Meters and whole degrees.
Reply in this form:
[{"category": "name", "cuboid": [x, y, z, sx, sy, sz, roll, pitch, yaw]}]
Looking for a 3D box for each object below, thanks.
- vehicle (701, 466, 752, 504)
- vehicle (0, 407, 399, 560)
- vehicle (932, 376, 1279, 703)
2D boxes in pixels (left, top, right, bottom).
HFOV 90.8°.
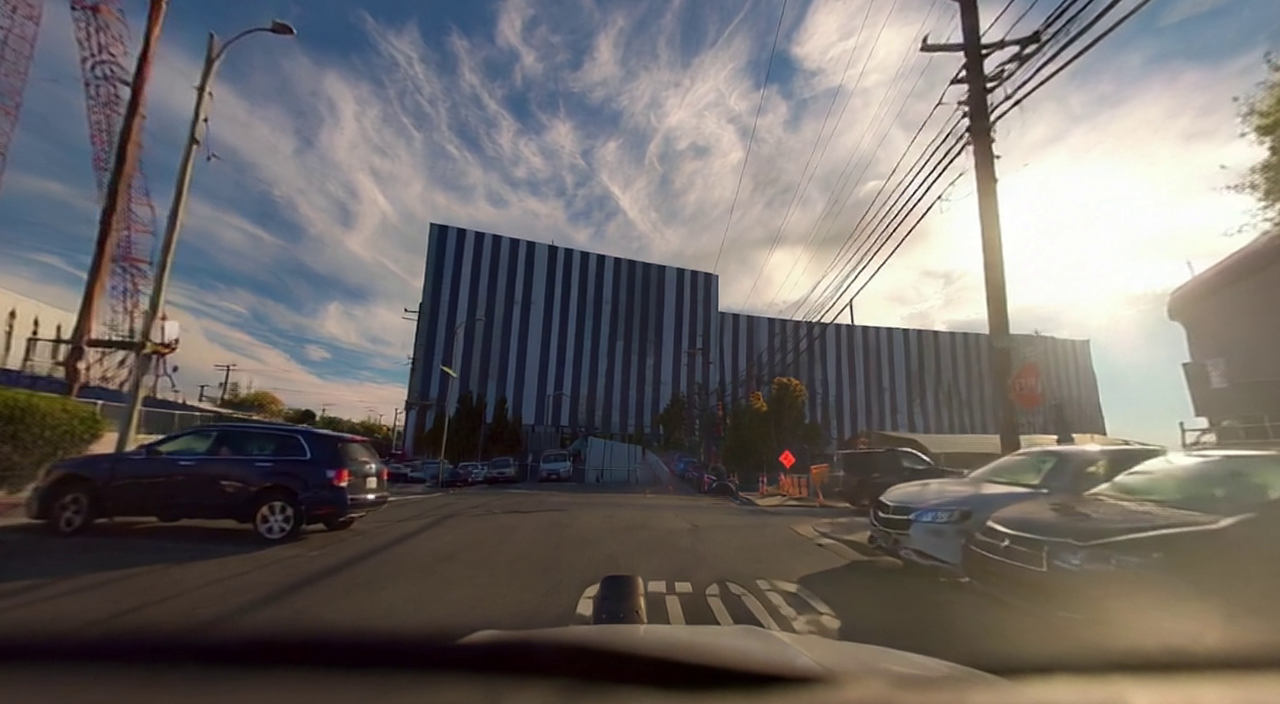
[{"category": "vehicle", "cuboid": [4.695, 7.277, 34.879, 2.007, 1.804, 4.136, 0, -8, -2]}, {"category": "vehicle", "cuboid": [-6.457, 1.803, 9.108, 5.025, 1.648, 2.055, 4, -8, -1]}, {"category": "vehicle", "cuboid": [4.524, 1.216, 3.926, 4.554, 1.473, 1.876, 5, -11, -3]}]
